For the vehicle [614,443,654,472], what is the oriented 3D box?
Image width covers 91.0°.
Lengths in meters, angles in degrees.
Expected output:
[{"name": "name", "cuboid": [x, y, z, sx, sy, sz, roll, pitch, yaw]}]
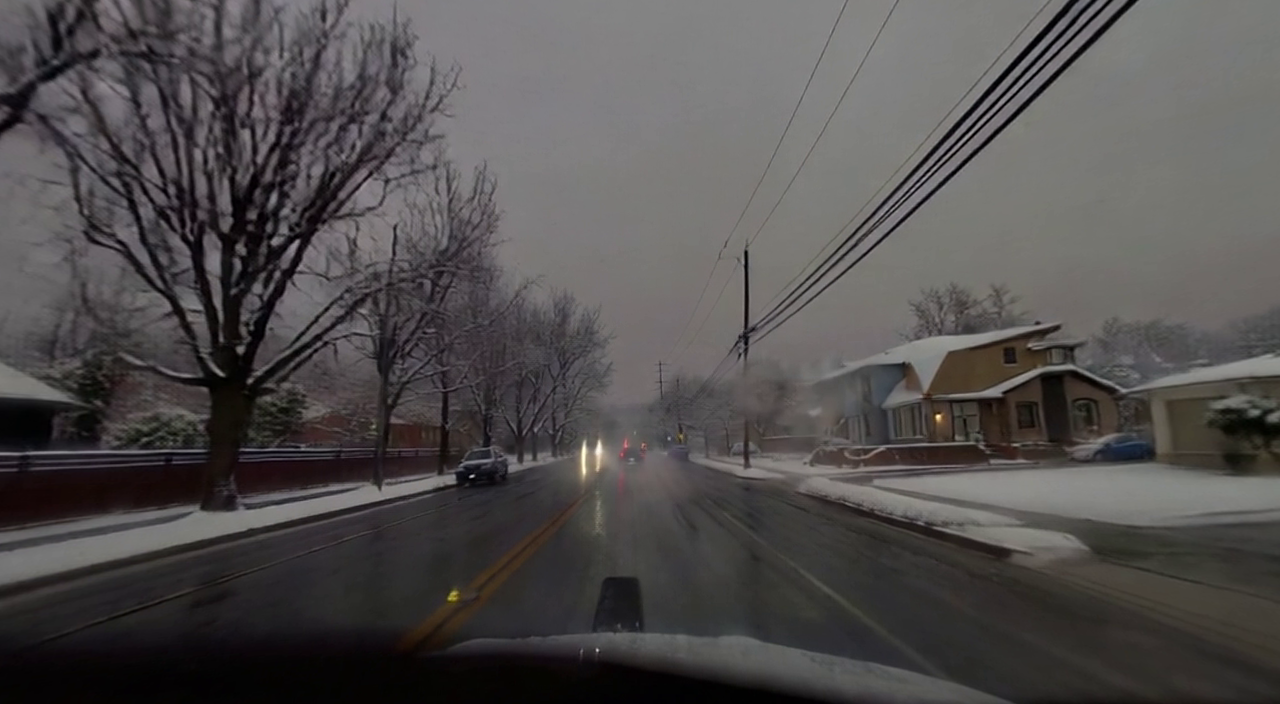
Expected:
[{"name": "vehicle", "cuboid": [-0.354, 5.784, 34.764, 2.104, 1.500, 3.815, 0, -8, -1]}]

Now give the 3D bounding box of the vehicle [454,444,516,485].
[{"name": "vehicle", "cuboid": [-7.718, 5.671, 31.764, 2.022, 1.795, 4.337, -3, -10, 0]}]
